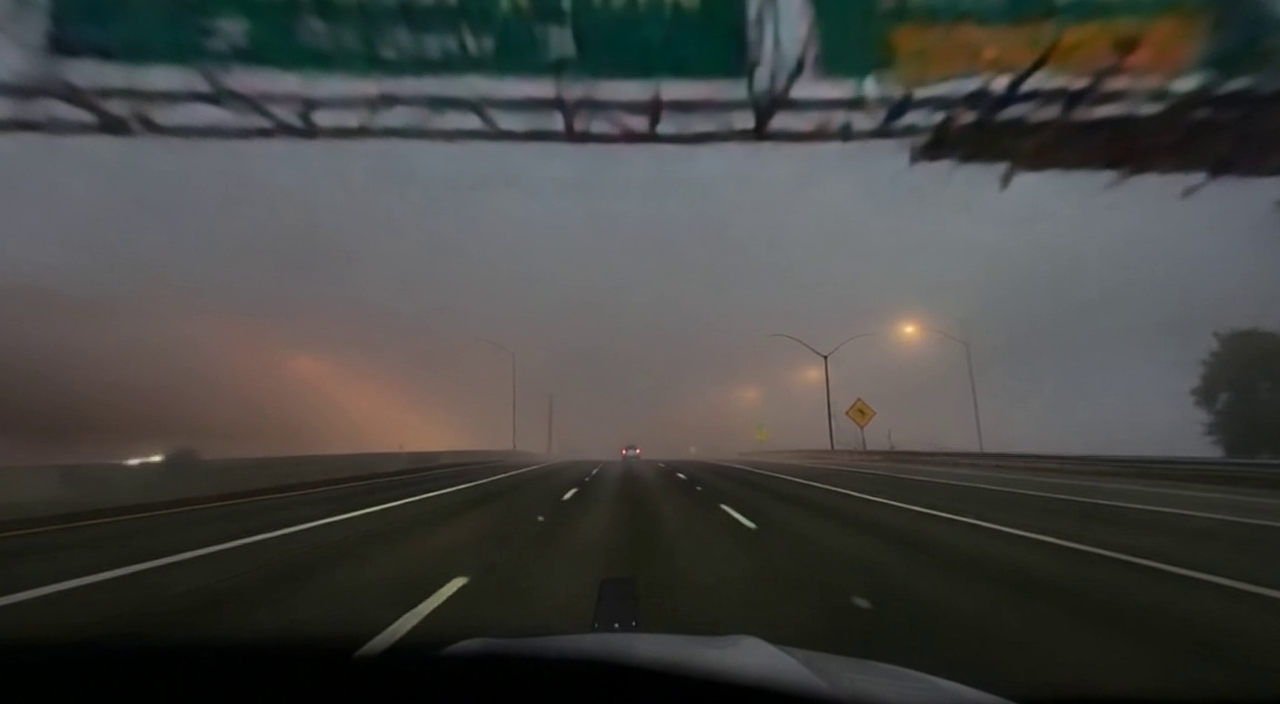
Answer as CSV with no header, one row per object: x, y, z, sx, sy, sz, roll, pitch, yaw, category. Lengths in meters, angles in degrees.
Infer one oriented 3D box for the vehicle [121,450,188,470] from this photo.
-37.970,8.442,49.584,1.790,1.451,4.558,0,-9,-2,vehicle
